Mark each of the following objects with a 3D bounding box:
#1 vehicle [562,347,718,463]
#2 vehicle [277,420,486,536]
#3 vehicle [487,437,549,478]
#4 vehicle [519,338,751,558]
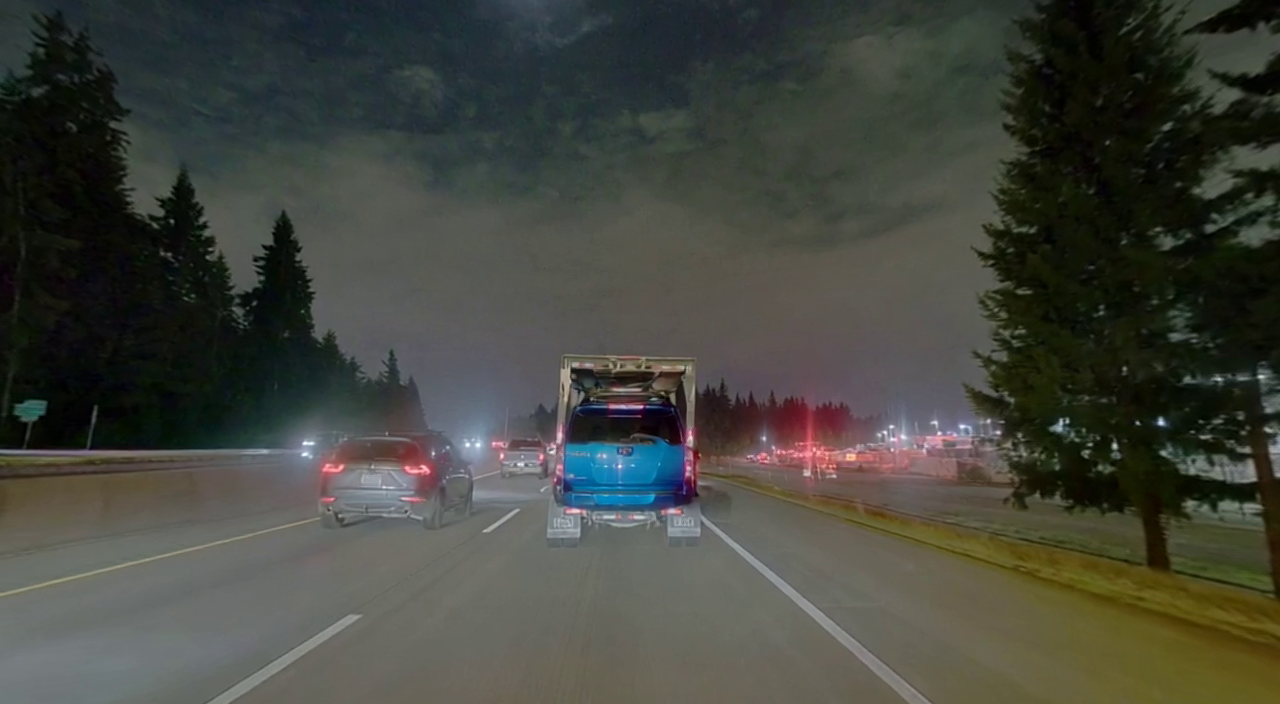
[{"bbox_3d":[-0.141,1.080,11.134,2.156,1.604,4.680,1,-9,-4],"label":"vehicle"},{"bbox_3d":[-4.340,2.183,11.578,2.057,1.665,4.572,0,-9,-3],"label":"vehicle"},{"bbox_3d":[-5.297,4.639,27.967,2.124,1.651,4.096,0,-9,-3],"label":"vehicle"},{"bbox_3d":[-0.320,1.895,12.768,2.735,2.597,10.435,0,-9,-3],"label":"vehicle"}]
